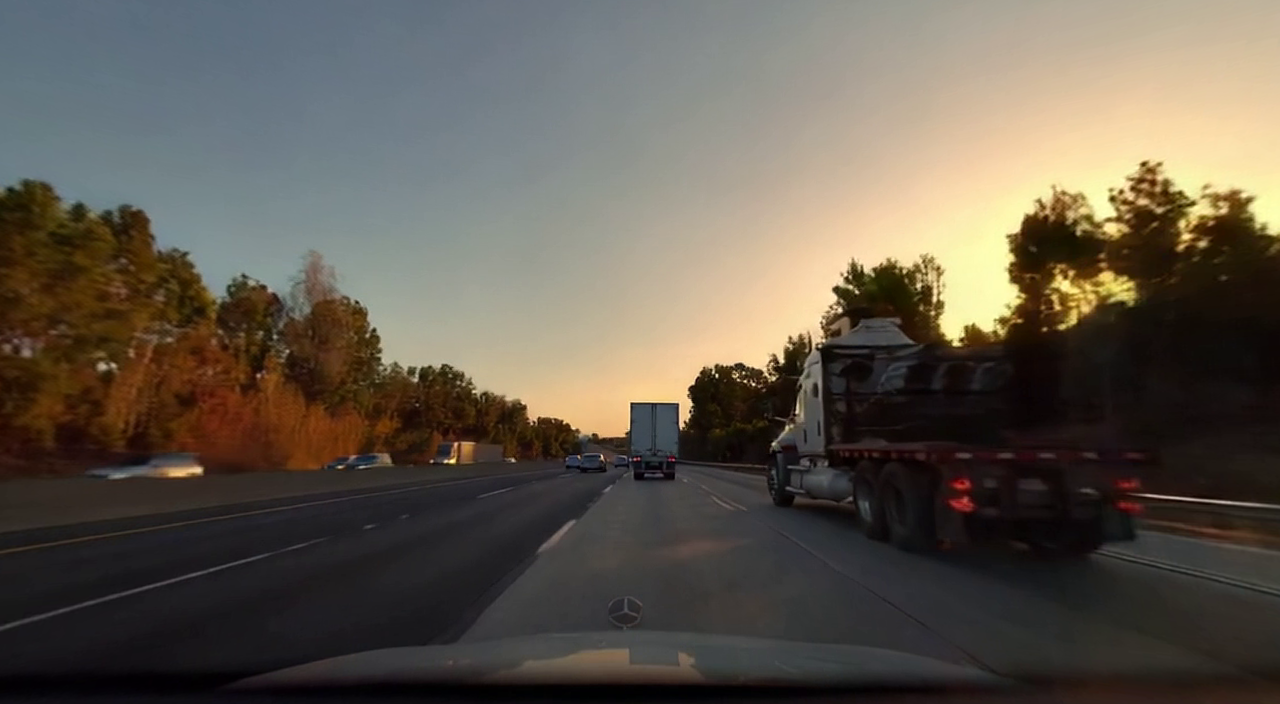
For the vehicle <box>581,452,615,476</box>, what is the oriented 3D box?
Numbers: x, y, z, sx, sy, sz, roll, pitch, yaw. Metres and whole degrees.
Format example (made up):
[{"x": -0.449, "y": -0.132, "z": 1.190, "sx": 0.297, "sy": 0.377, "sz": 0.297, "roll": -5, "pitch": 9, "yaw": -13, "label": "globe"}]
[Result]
[{"x": -2.889, "y": 7.809, "z": 44.246, "sx": 2.061, "sy": 1.555, "sz": 3.900, "roll": 0, "pitch": -9, "yaw": 0, "label": "vehicle"}]

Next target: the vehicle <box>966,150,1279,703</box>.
[{"x": 4.634, "y": 0.574, "z": 4.365, "sx": 2.565, "sy": 2.902, "sz": 3.798, "roll": 0, "pitch": -9, "yaw": 0, "label": "vehicle"}]

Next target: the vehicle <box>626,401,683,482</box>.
[{"x": 0.660, "y": 5.454, "z": 37.993, "sx": 2.875, "sy": 4.056, "sz": 12.312, "roll": 0, "pitch": -9, "yaw": 0, "label": "vehicle"}]

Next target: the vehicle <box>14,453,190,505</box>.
[{"x": -18.408, "y": 4.326, "z": 21.944, "sx": 2.081, "sy": 1.575, "sz": 4.555, "roll": 0, "pitch": -9, "yaw": 0, "label": "vehicle"}]

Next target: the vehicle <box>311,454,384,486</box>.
[{"x": -14.219, "y": 5.727, "z": 30.854, "sx": 1.790, "sy": 1.434, "sz": 3.534, "roll": 0, "pitch": -9, "yaw": 1, "label": "vehicle"}]
